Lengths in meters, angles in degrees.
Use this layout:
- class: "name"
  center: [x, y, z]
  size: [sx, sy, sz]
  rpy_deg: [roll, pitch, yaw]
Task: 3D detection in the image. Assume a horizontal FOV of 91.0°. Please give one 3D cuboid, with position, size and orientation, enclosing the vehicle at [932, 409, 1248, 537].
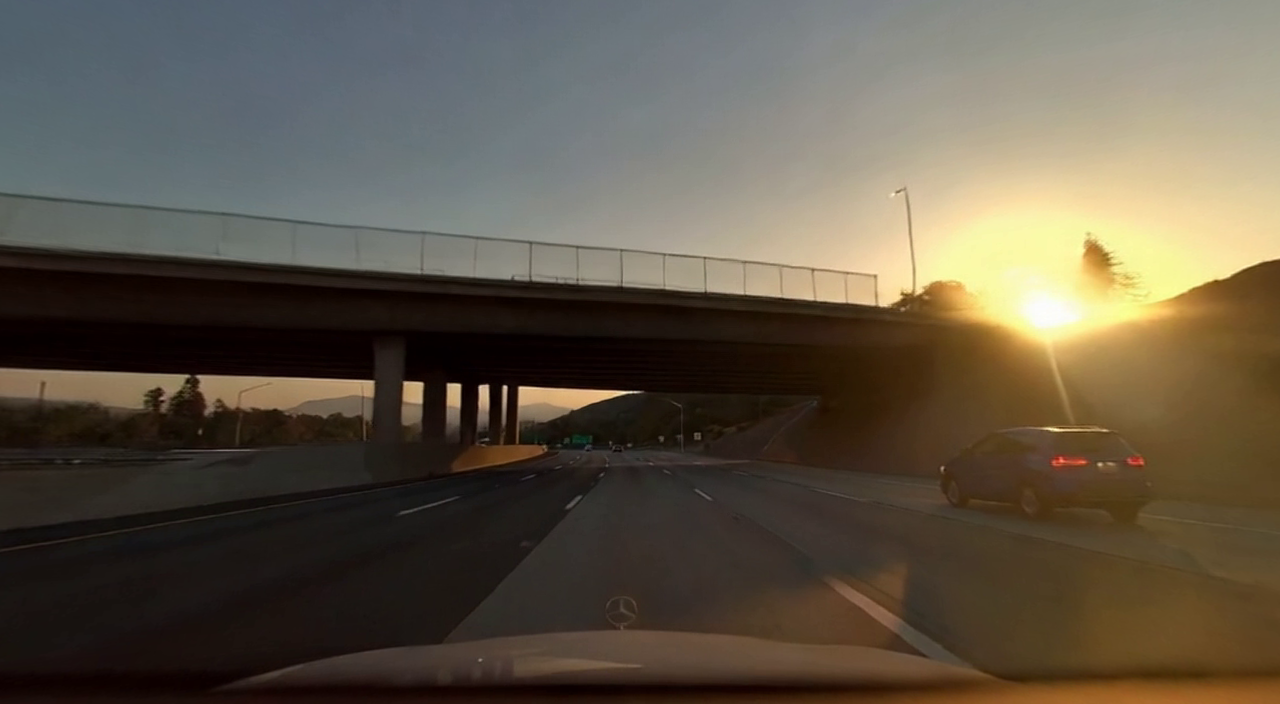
- class: "vehicle"
  center: [7.149, 1.973, 10.808]
  size: [2.091, 1.711, 4.383]
  rpy_deg: [0, -9, -1]
